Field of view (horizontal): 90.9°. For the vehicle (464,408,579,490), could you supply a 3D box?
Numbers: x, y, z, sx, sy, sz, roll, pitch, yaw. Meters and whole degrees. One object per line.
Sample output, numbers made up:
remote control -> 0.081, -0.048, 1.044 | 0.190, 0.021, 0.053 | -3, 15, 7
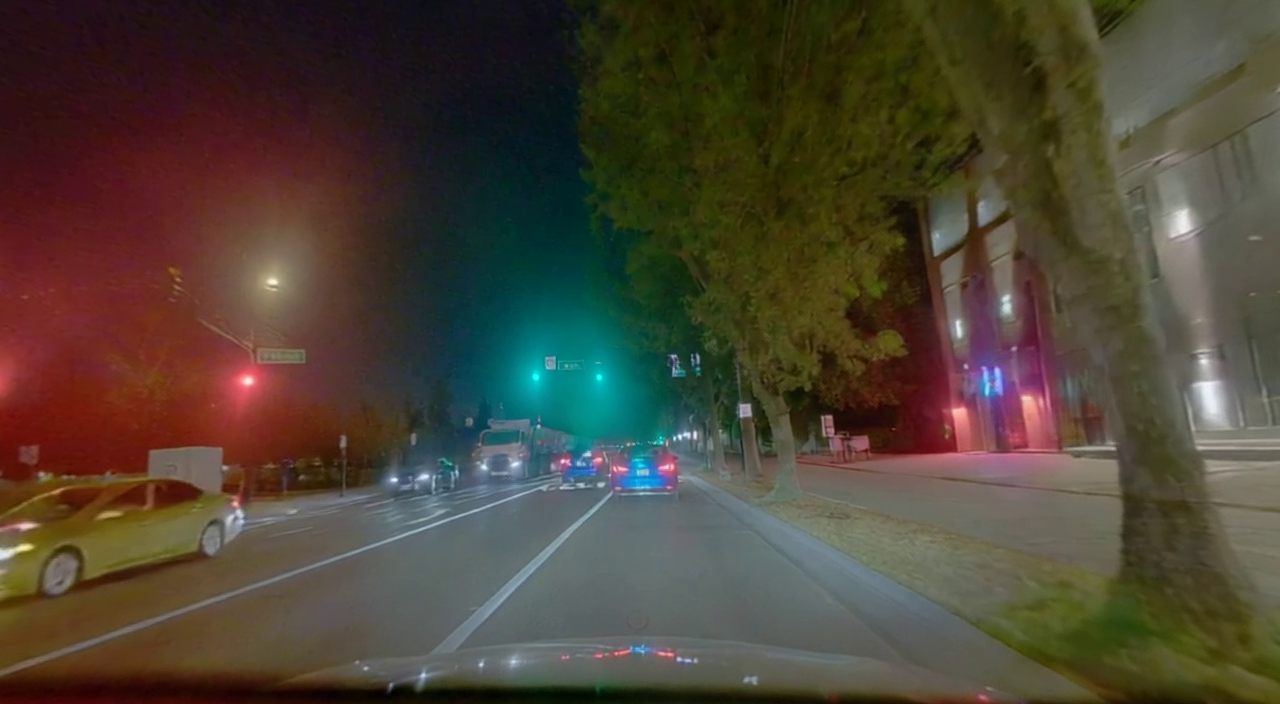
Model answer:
vehicle -> -5.392, 4.683, 30.420 | 2.795, 3.160, 8.321 | -6, -9, 7

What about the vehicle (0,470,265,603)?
vehicle -> -8.674, 2.784, 10.360 | 2.118, 1.473, 4.642 | -1, -8, 1

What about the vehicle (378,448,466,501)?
vehicle -> -8.987, 5.033, 26.417 | 2.067, 1.820, 4.509 | -5, -8, 0

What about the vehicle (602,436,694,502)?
vehicle -> 0.184, 2.963, 16.340 | 2.094, 1.478, 3.922 | 0, -8, 0

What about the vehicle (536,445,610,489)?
vehicle -> -2.279, 4.090, 22.909 | 2.099, 1.424, 4.843 | 0, -8, 1
